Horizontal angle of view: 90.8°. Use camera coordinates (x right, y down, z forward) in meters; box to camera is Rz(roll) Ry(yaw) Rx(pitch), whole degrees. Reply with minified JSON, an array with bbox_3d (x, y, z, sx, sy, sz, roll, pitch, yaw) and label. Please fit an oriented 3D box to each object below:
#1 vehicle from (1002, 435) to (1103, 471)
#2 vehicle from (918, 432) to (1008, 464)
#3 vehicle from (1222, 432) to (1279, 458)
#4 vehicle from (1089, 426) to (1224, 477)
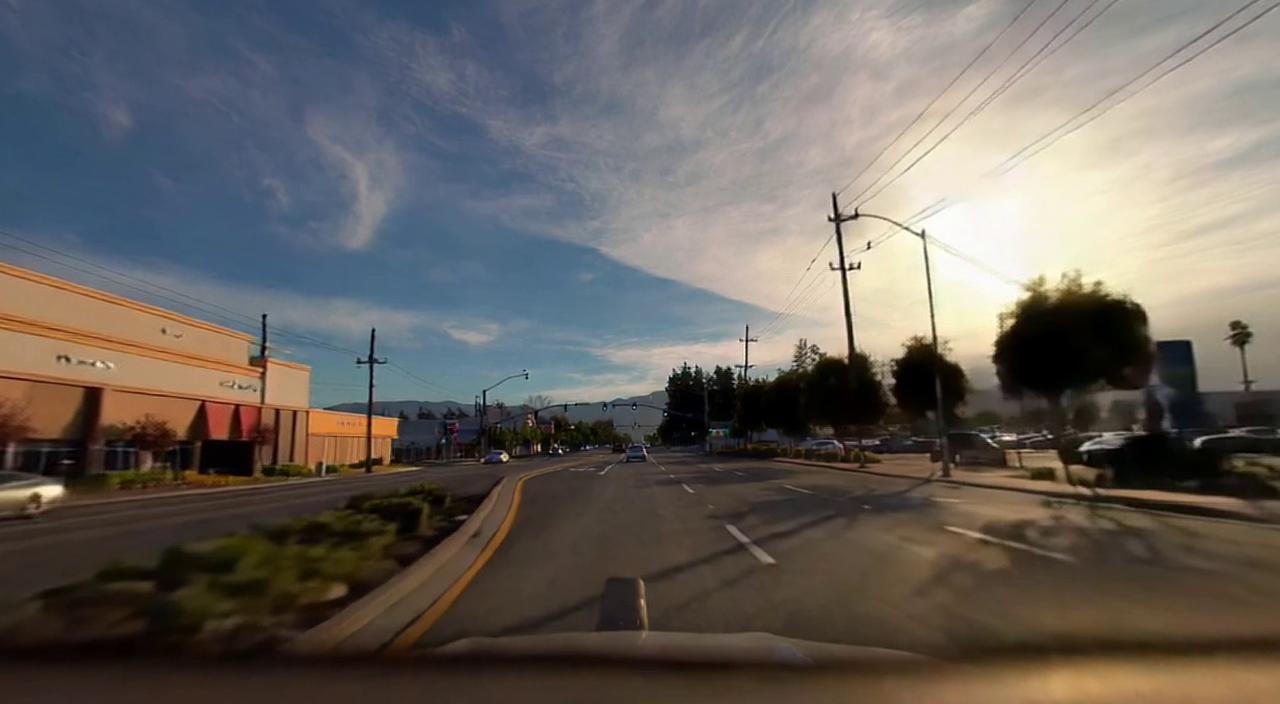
[{"bbox_3d":[19.487,4.758,29.830,4.238,1.561,1.922,4,-10,-25],"label":"vehicle"},{"bbox_3d":[20.231,6.016,39.579,5.072,1.887,2.189,4,-10,-24],"label":"vehicle"},{"bbox_3d":[37.888,5.590,38.154,3.692,1.467,1.779,-1,-8,-2],"label":"vehicle"},{"bbox_3d":[19.226,3.692,23.511,4.630,1.704,2.063,4,-10,-27],"label":"vehicle"}]
